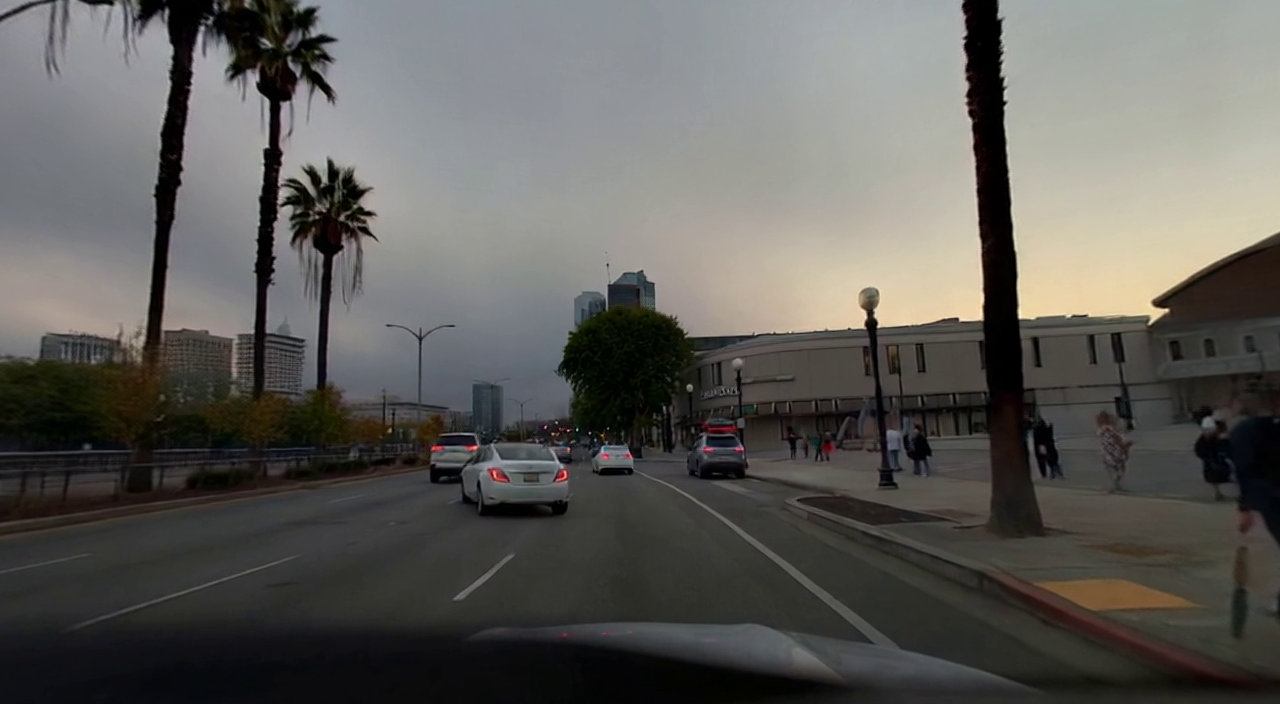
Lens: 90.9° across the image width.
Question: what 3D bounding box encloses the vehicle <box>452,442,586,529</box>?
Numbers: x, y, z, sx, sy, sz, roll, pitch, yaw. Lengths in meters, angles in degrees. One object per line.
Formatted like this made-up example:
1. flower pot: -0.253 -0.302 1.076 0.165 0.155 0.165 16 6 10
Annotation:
1. vehicle: -2.755 2.686 13.430 1.930 1.477 4.657 3 -9 -22

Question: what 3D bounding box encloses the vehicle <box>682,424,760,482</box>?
1. vehicle: 3.259 4.240 26.621 2.126 2.167 5.098 0 -9 -5

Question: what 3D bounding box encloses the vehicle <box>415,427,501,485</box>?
1. vehicle: -7.085 4.121 25.218 2.164 2.047 5.455 0 -9 -4

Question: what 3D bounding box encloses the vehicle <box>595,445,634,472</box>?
1. vehicle: -1.533 6.109 36.423 1.972 1.473 4.000 1 -9 -6
